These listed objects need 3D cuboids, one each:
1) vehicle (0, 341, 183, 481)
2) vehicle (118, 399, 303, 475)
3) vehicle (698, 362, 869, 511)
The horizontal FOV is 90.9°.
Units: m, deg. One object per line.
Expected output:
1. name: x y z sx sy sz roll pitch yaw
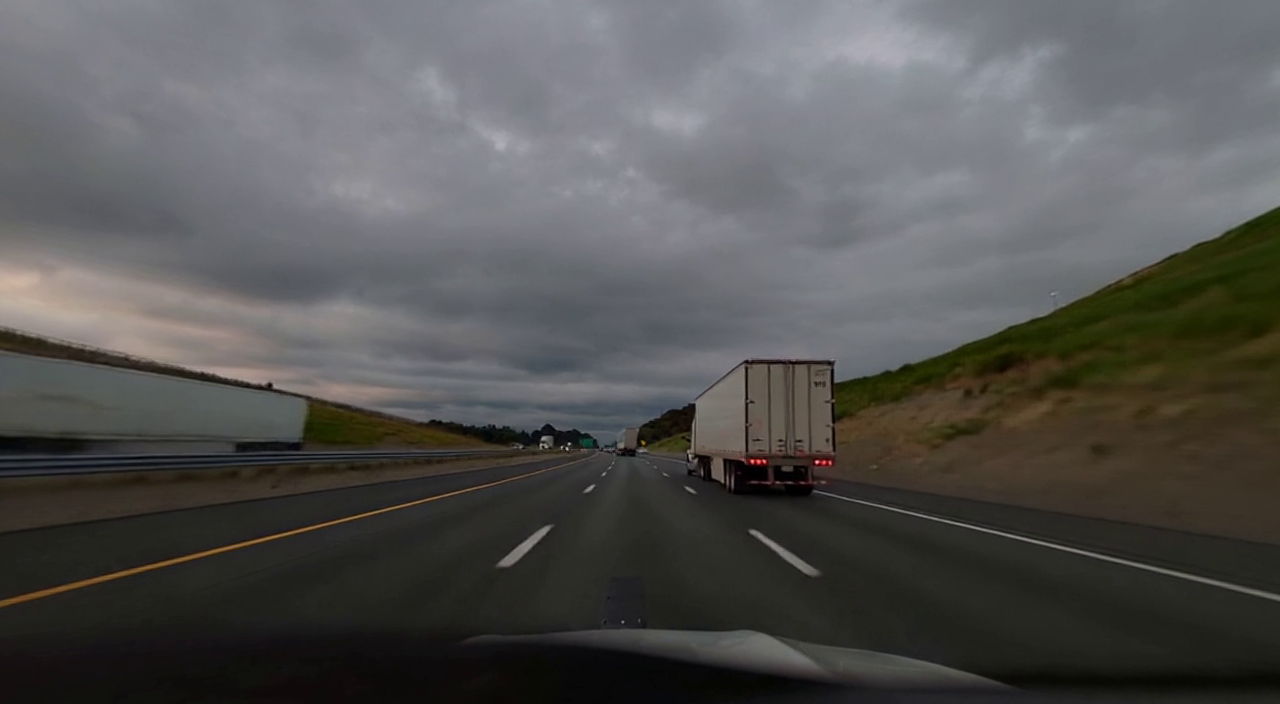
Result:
1. vehicle: -19.210 1.906 19.158 2.902 3.820 10.263 0 -9 0
2. vehicle: -19.373 4.037 29.364 2.867 3.043 8.226 0 -9 -1
3. vehicle: 3.991 2.939 21.139 2.876 3.586 11.726 0 -9 0
